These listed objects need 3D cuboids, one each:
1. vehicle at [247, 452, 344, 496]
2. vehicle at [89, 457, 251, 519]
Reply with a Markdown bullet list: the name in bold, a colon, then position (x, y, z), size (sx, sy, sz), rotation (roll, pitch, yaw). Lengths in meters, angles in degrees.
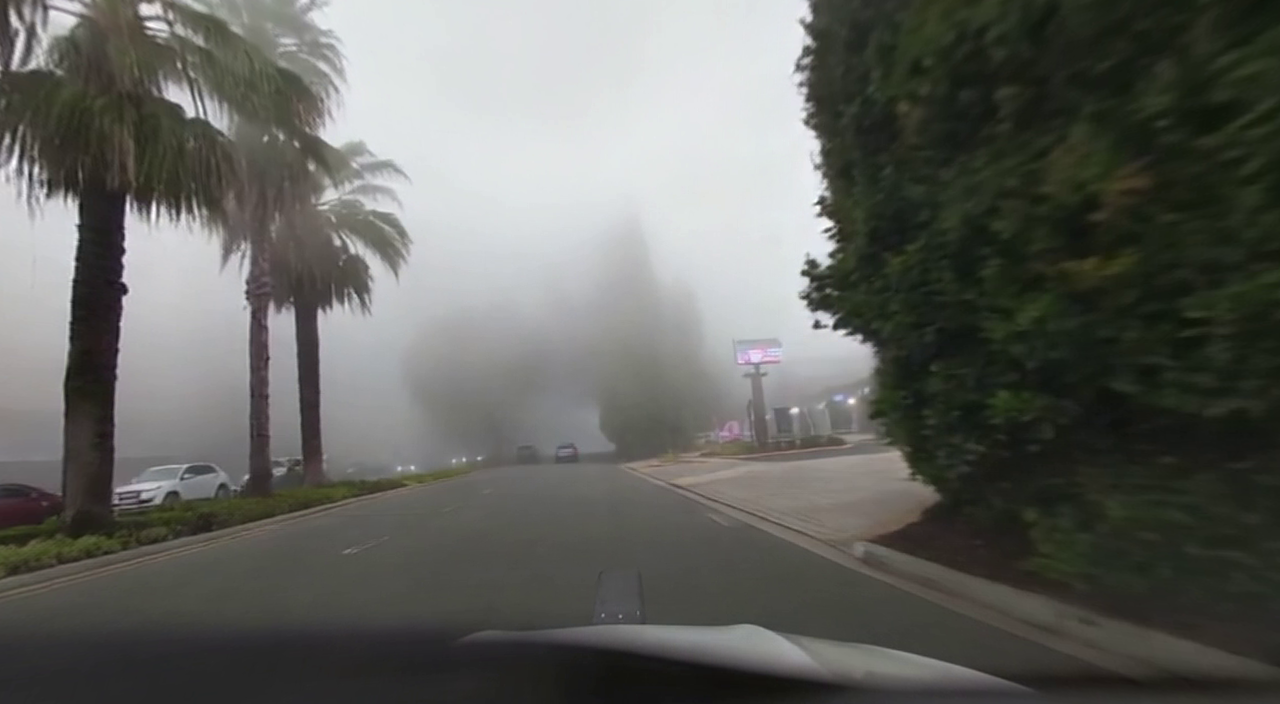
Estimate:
- **vehicle**: position (-16.348, 5.776, 30.320), size (2.306, 1.807, 4.927), rotation (1, -8, -6)
- **vehicle**: position (-15.252, 4.370, 20.906), size (2.199, 1.696, 4.440), rotation (1, -8, -6)
